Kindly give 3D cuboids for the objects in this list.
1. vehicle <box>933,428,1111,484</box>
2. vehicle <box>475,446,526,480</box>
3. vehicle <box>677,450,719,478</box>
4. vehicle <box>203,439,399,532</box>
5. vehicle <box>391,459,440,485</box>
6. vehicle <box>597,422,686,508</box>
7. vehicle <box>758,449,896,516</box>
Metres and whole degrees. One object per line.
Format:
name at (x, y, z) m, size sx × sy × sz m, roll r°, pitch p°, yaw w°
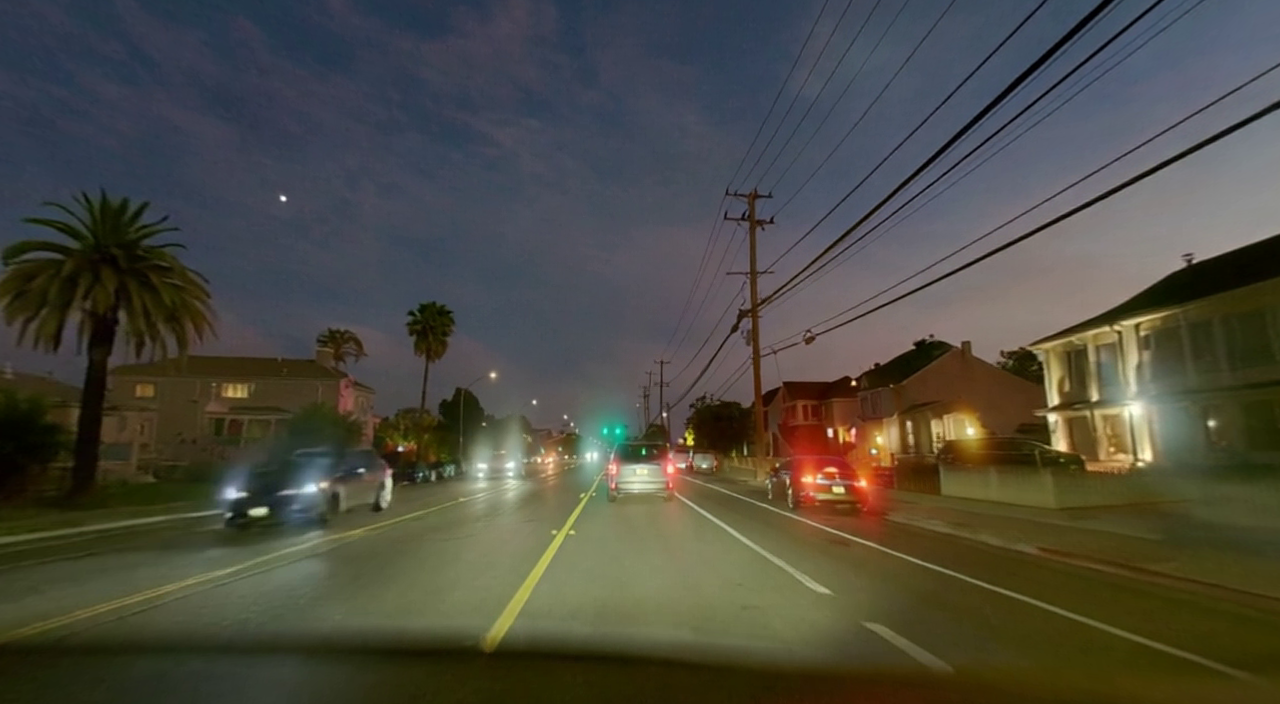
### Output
vehicle at (13.381, 3.638, 22.345) m, size 4.749 × 1.699 × 2.311 m, roll -2°, pitch -7°, yaw -1°
vehicle at (-7.697, 6.152, 35.192) m, size 1.993 × 1.737 × 4.353 m, roll 0°, pitch -9°, yaw -2°
vehicle at (3.441, 6.755, 38.313) m, size 1.946 × 1.530 × 4.240 m, roll 0°, pitch -9°, yaw -3°
vehicle at (-6.967, 2.751, 13.597) m, size 1.965 × 1.653 × 4.251 m, roll 0°, pitch -9°, yaw -3°
vehicle at (-13.981, 7.439, 39.384) m, size 1.841 × 1.356 × 3.938 m, roll -3°, pitch -8°, yaw -4°
vehicle at (-0.102, 3.077, 17.593) m, size 2.168 × 2.040 × 4.527 m, roll 0°, pitch -9°, yaw -3°
vehicle at (4.574, 3.225, 16.200) m, size 2.022 × 1.456 × 4.246 m, roll 0°, pitch -9°, yaw -3°
